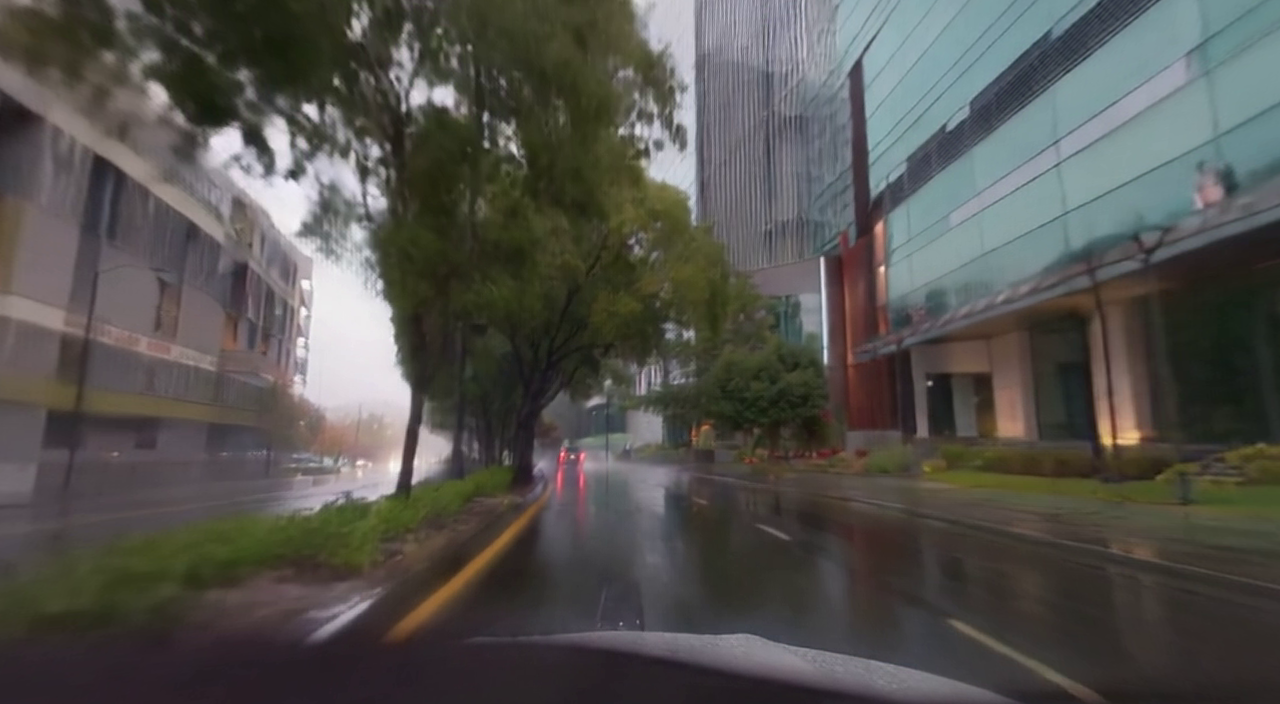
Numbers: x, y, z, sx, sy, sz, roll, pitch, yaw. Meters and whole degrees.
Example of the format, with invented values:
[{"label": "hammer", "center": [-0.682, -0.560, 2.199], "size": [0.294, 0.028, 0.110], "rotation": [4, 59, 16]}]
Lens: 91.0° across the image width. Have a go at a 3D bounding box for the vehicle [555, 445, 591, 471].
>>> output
[{"label": "vehicle", "center": [-5.135, 8.037, 47.976], "size": [2.129, 1.816, 4.851], "rotation": [2, -9, -12]}]
